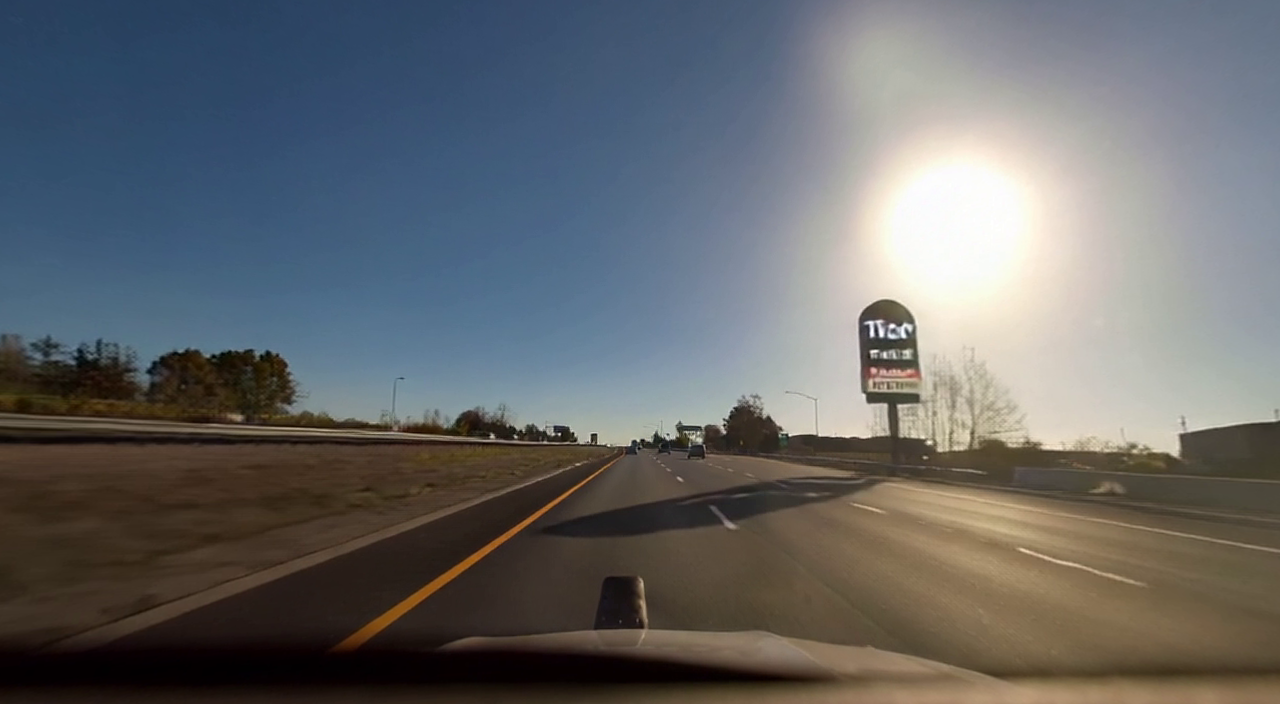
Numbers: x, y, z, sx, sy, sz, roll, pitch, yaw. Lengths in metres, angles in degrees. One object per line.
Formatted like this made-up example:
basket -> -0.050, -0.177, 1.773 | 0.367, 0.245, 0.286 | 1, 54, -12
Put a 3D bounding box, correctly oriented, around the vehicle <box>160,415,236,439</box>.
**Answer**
vehicle -> -29.406, 5.037, 42.181 | 1.942, 1.478, 4.374 | 0, -8, 0
